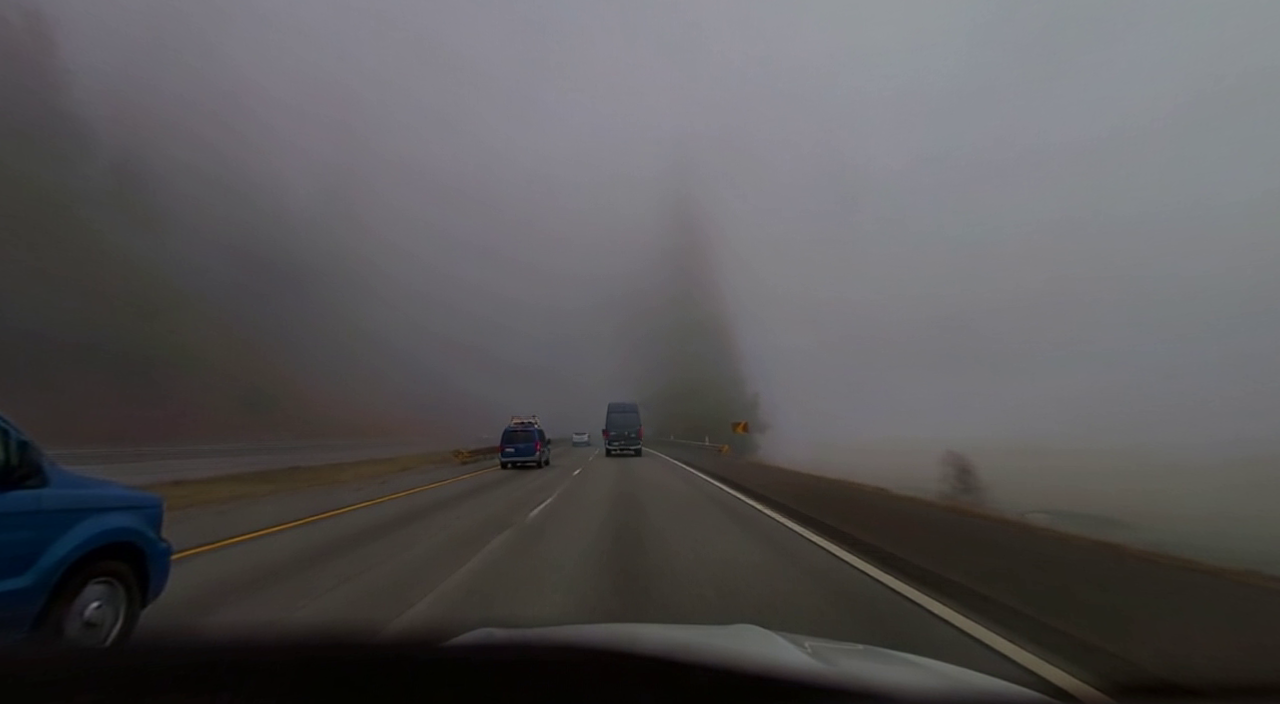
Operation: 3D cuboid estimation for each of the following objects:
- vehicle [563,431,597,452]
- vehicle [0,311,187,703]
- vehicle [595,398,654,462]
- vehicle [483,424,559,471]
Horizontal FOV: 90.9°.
[{"bbox_3d":[-4.486,6.780,47.810,2.251,1.459,4.236,0,-8,-2],"label":"vehicle"},{"bbox_3d":[-3.672,0.529,1.265,2.069,1.751,4.720,0,-8,-1],"label":"vehicle"},{"bbox_3d":[-0.846,3.942,31.609,2.647,2.896,6.480,0,-8,-3],"label":"vehicle"},{"bbox_3d":[-4.427,3.632,24.197,2.110,1.636,4.453,0,-8,-1],"label":"vehicle"}]
